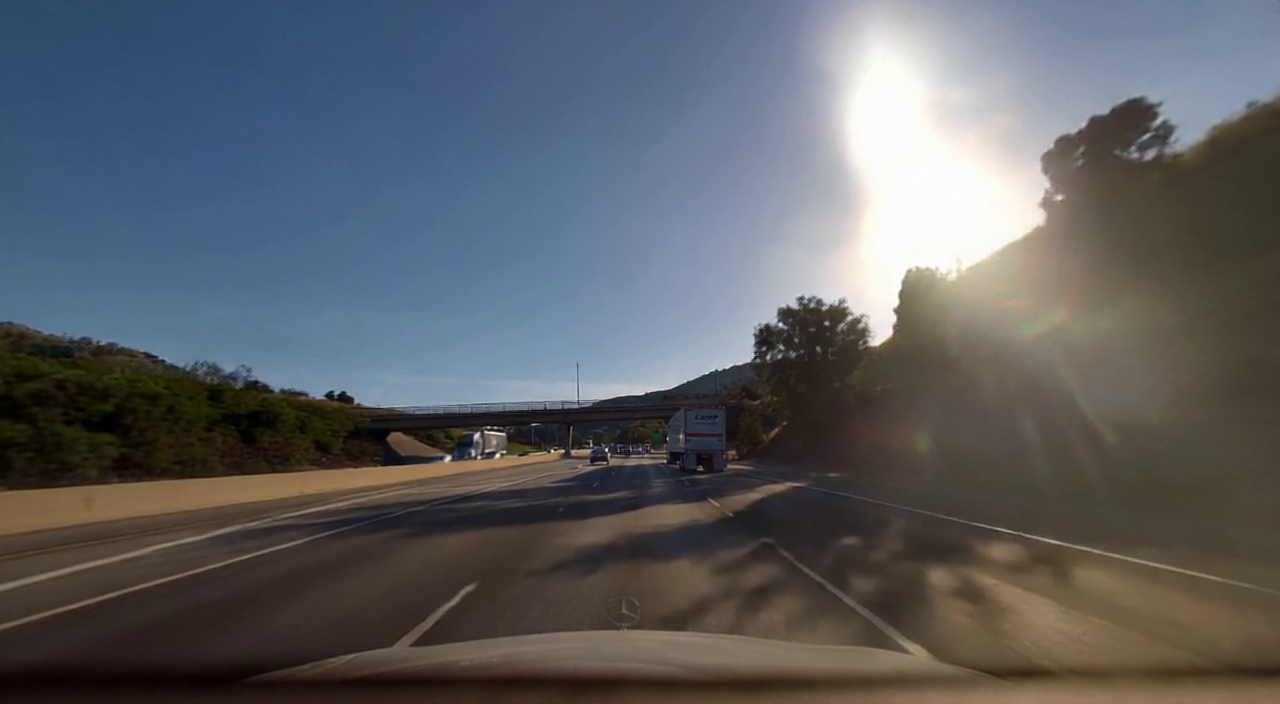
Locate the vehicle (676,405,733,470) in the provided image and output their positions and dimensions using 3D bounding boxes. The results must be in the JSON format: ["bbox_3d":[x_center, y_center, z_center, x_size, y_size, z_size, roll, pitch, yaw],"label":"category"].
[{"bbox_3d":[4.211,5.930,43.185,2.885,3.992,8.526,0,-9,0],"label":"vehicle"}]
